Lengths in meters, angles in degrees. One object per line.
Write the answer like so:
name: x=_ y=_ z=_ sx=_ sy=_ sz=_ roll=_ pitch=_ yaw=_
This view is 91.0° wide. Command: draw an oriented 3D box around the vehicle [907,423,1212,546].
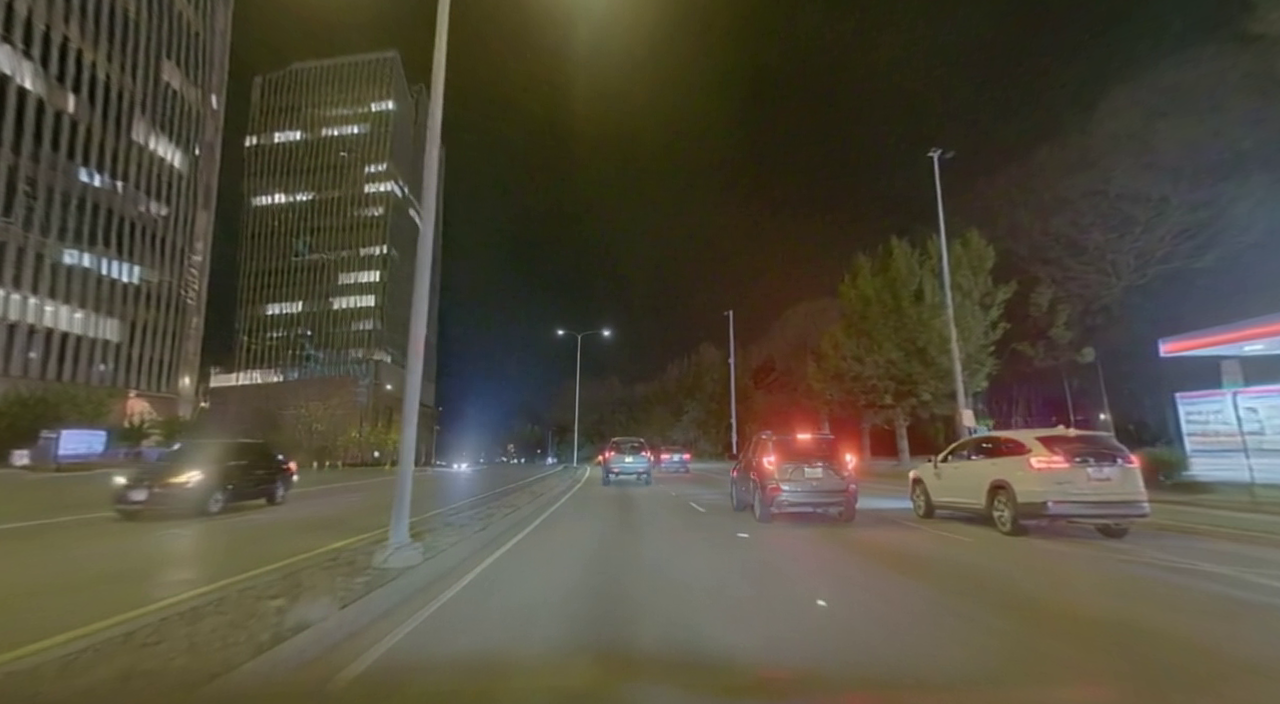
vehicle: x=6.676 y=2.125 z=10.829 sx=2.047 sy=1.653 sz=4.423 roll=0 pitch=-8 yaw=-2

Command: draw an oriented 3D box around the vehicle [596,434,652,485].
vehicle: x=-0.675 y=4.194 z=24.878 sx=2.051 sy=1.798 sz=4.168 roll=0 pitch=-8 yaw=-3

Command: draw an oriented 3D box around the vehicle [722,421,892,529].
vehicle: x=3.027 y=2.334 z=12.489 sx=2.000 sy=1.745 sz=4.206 roll=0 pitch=-8 yaw=-3

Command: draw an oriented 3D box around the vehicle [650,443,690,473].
vehicle: x=1.631 y=5.995 z=35.916 sx=1.800 sy=1.592 sz=3.658 roll=1 pitch=-8 yaw=-5

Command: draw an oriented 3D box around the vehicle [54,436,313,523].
vehicle: x=-8.812 y=2.464 z=12.815 sx=1.872 sy=1.439 sz=4.507 roll=0 pitch=-8 yaw=0
